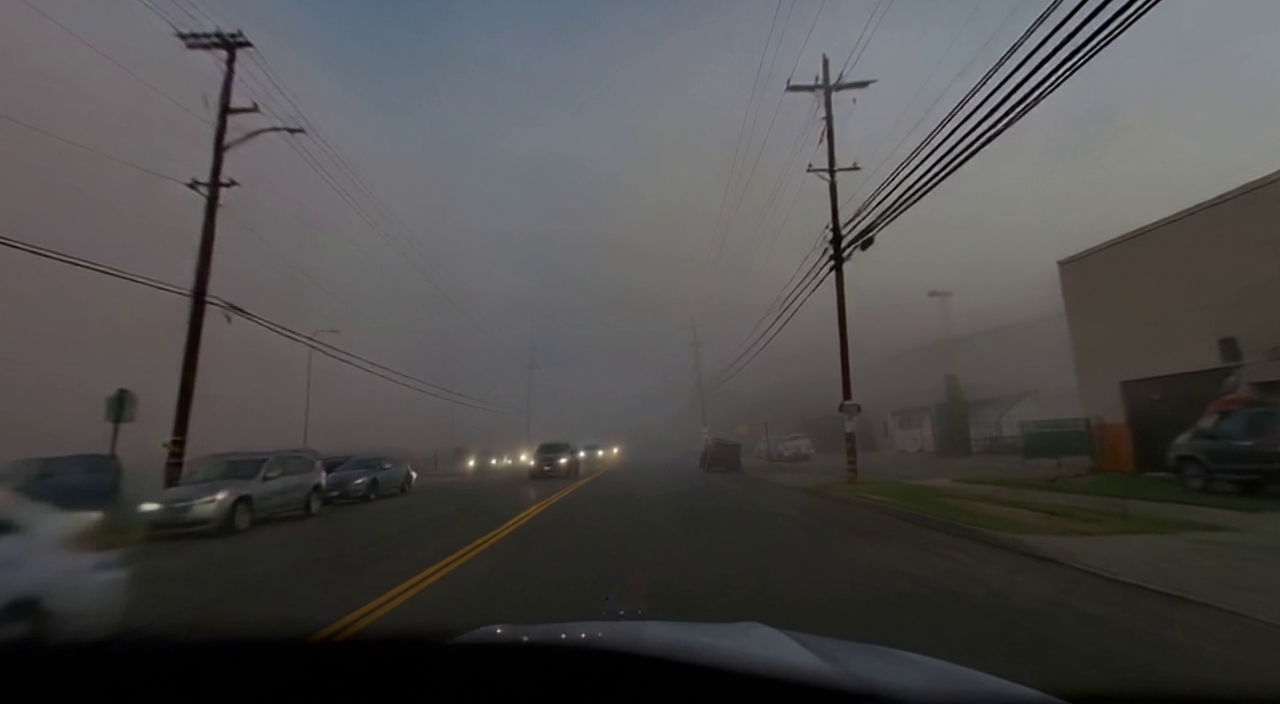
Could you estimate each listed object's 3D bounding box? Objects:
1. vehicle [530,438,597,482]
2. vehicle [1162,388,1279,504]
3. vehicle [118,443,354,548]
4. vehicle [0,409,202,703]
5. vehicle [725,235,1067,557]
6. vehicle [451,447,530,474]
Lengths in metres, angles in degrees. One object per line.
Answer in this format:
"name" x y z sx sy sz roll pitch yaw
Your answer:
"vehicle" -3.059 4.446 26.239 2.061 1.679 4.042 -1 -9 3
"vehicle" 10.609 1.401 9.456 2.040 1.722 4.502 -1 -9 7
"vehicle" -8.166 2.844 13.455 1.954 1.622 4.761 -5 -8 -1
"vehicle" -3.892 0.960 2.005 2.020 1.528 4.258 -3 -9 -1
"vehicle" 3.592 1.097 11.824 2.874 3.757 8.612 2 -9 1
"vehicle" -10.035 7.262 42.325 4.936 1.703 1.959 3 -9 -18
